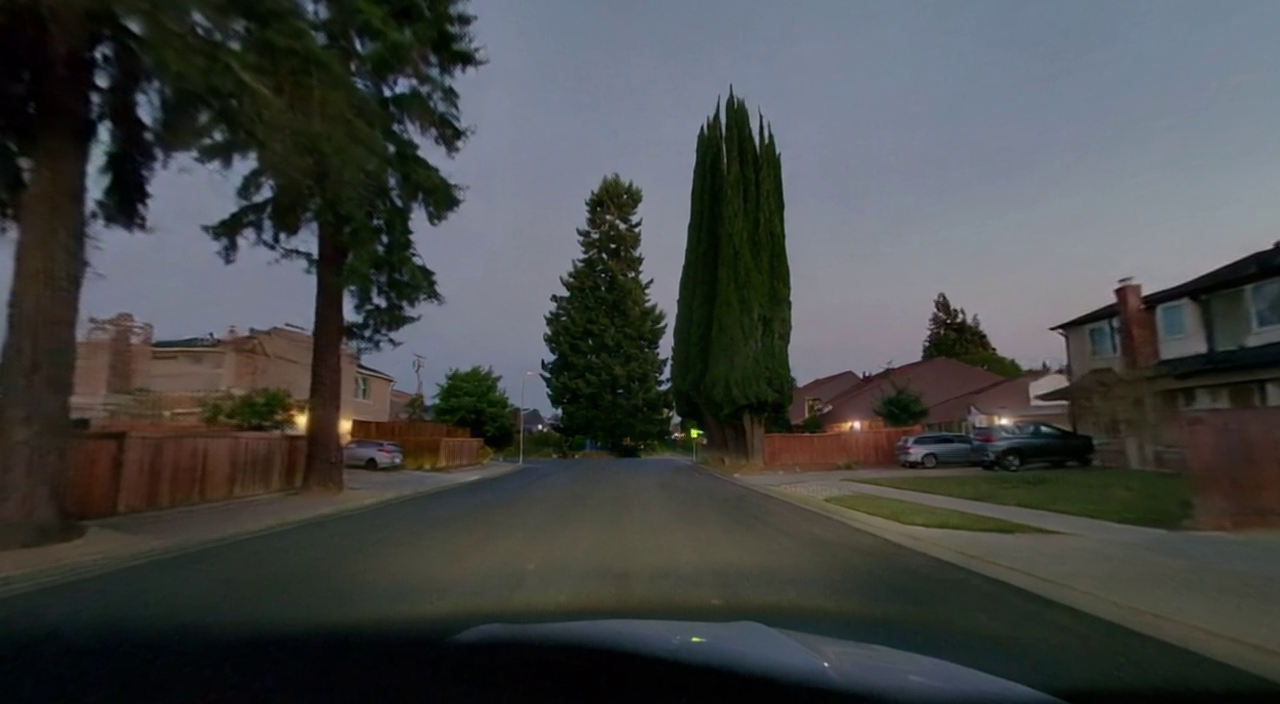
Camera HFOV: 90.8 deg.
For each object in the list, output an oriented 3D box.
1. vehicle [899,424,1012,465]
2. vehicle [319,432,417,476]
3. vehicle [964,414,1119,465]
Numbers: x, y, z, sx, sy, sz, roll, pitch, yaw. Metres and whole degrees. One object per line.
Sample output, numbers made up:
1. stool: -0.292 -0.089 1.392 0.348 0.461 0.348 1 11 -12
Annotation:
1. vehicle: 13.043 3.859 26.379 3.780 1.601 2.025 -2 -9 13
2. vehicle: -12.597 4.668 29.157 4.656 1.835 2.039 -6 -11 37
3. vehicle: 14.345 3.183 22.880 4.261 1.725 1.955 -2 -9 17
